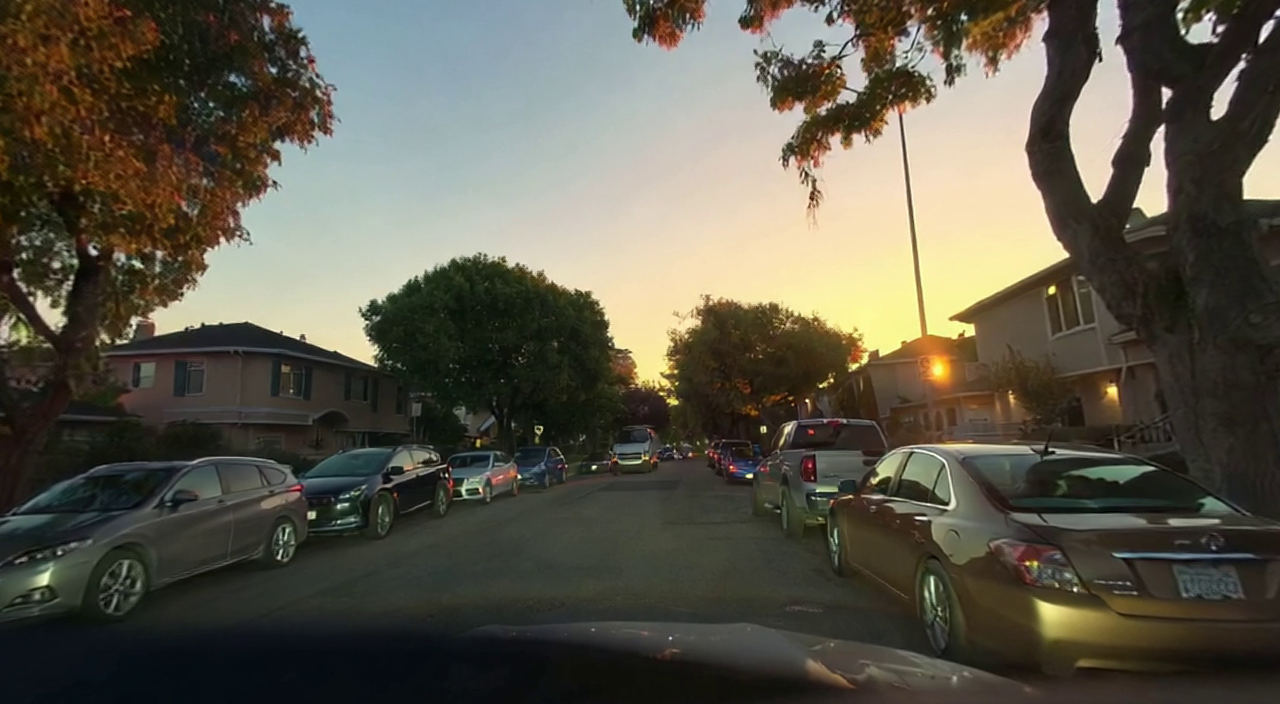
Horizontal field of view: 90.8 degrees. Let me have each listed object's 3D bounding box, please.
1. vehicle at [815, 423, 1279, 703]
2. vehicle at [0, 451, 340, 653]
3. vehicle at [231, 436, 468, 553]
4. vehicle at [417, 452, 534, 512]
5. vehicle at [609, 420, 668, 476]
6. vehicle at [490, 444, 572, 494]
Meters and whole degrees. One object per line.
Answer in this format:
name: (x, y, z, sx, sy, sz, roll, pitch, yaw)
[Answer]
vehicle: (2.922, 1.370, 4.969, 1.992, 1.456, 4.610, 0, -8, 3)
vehicle: (-5.533, 1.919, 7.239, 1.855, 1.510, 4.406, 0, -8, 3)
vehicle: (-5.277, 2.617, 12.501, 2.203, 1.815, 4.972, 0, -8, 1)
vehicle: (-4.658, 3.723, 18.701, 1.861, 1.474, 4.749, -1, -8, 5)
vehicle: (0.064, 5.537, 36.401, 2.716, 2.887, 6.781, -1, -8, 5)
vehicle: (-4.270, 4.669, 25.774, 2.002, 1.781, 5.380, -1, -8, 4)
